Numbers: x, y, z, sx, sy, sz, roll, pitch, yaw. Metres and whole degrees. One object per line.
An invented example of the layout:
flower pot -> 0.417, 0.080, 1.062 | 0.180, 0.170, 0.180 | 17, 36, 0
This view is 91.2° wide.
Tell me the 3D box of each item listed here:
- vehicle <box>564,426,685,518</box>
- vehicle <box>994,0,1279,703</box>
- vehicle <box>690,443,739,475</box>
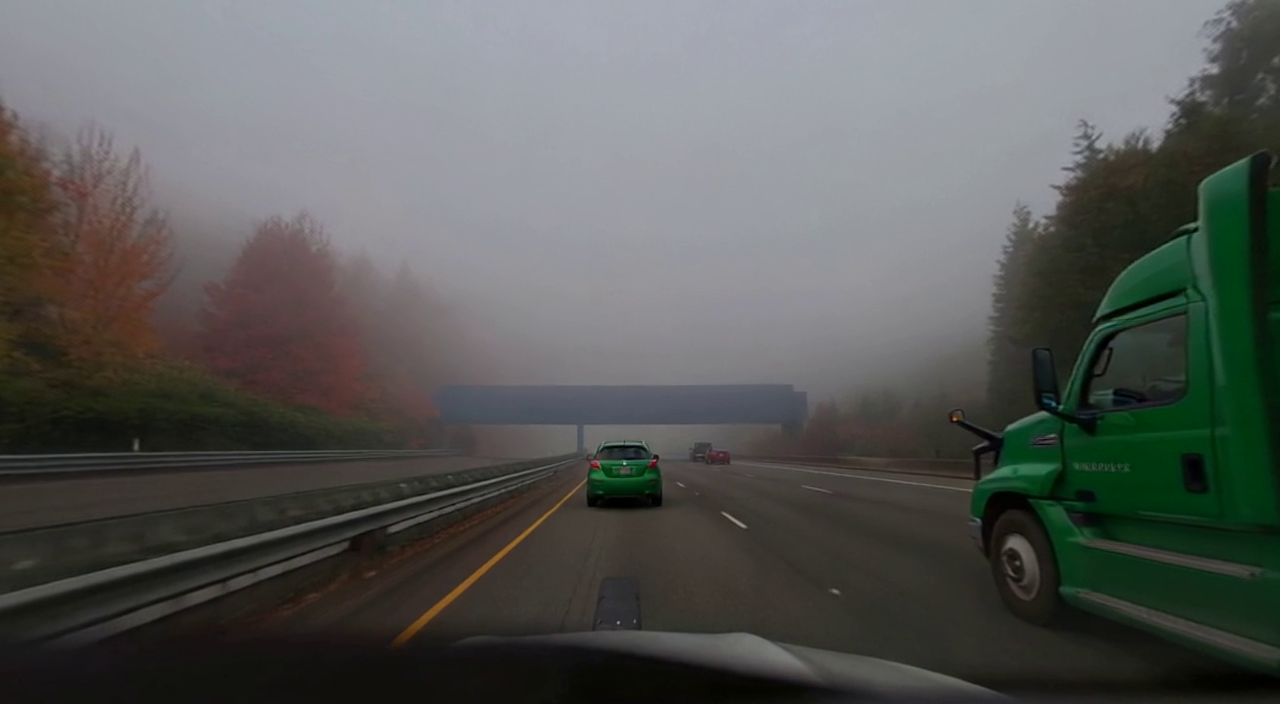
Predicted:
vehicle -> -0.312, 2.556, 13.807 | 2.259, 1.699, 4.015 | 0, -9, 0
vehicle -> 4.333, -0.548, 0.246 | 2.992, 3.920, 8.831 | 0, -9, -1
vehicle -> 3.765, 5.447, 32.170 | 1.894, 1.487, 3.751 | 0, -9, -2
